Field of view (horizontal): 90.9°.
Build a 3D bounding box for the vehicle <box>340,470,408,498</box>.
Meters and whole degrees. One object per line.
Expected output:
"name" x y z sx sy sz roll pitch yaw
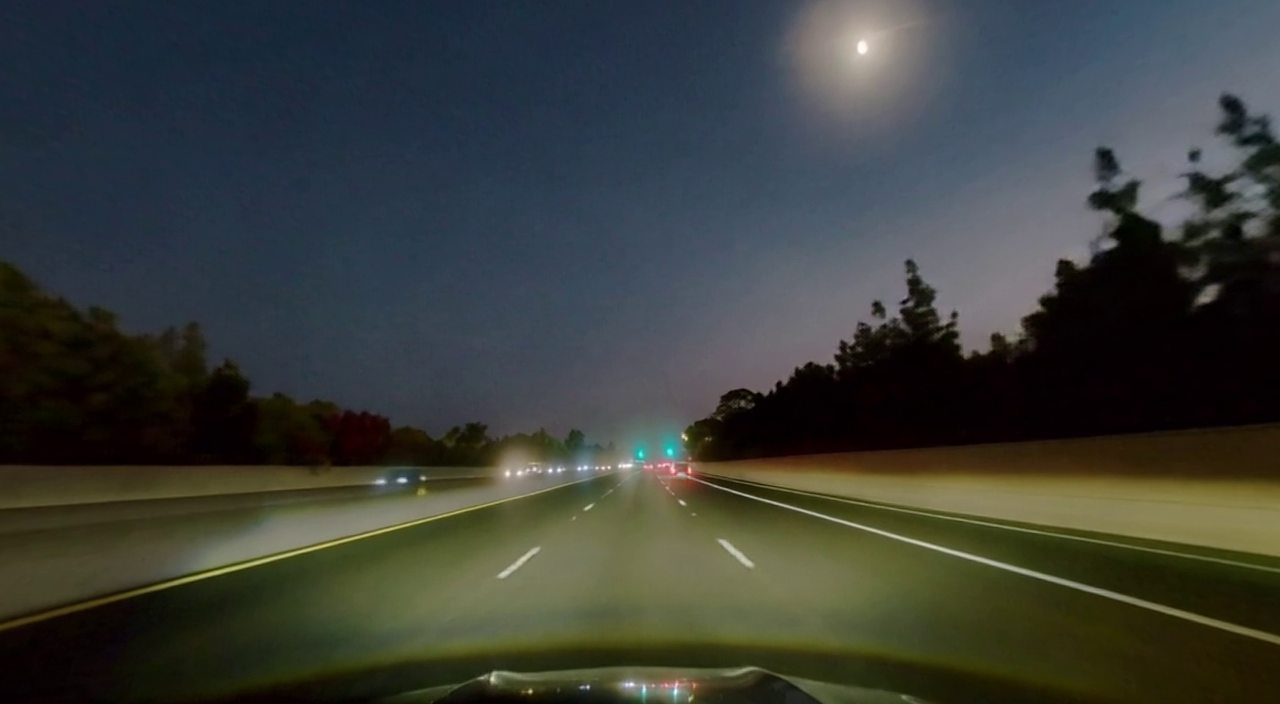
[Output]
"vehicle" -14.929 7.426 35.659 1.851 1.454 4.504 1 -10 0
